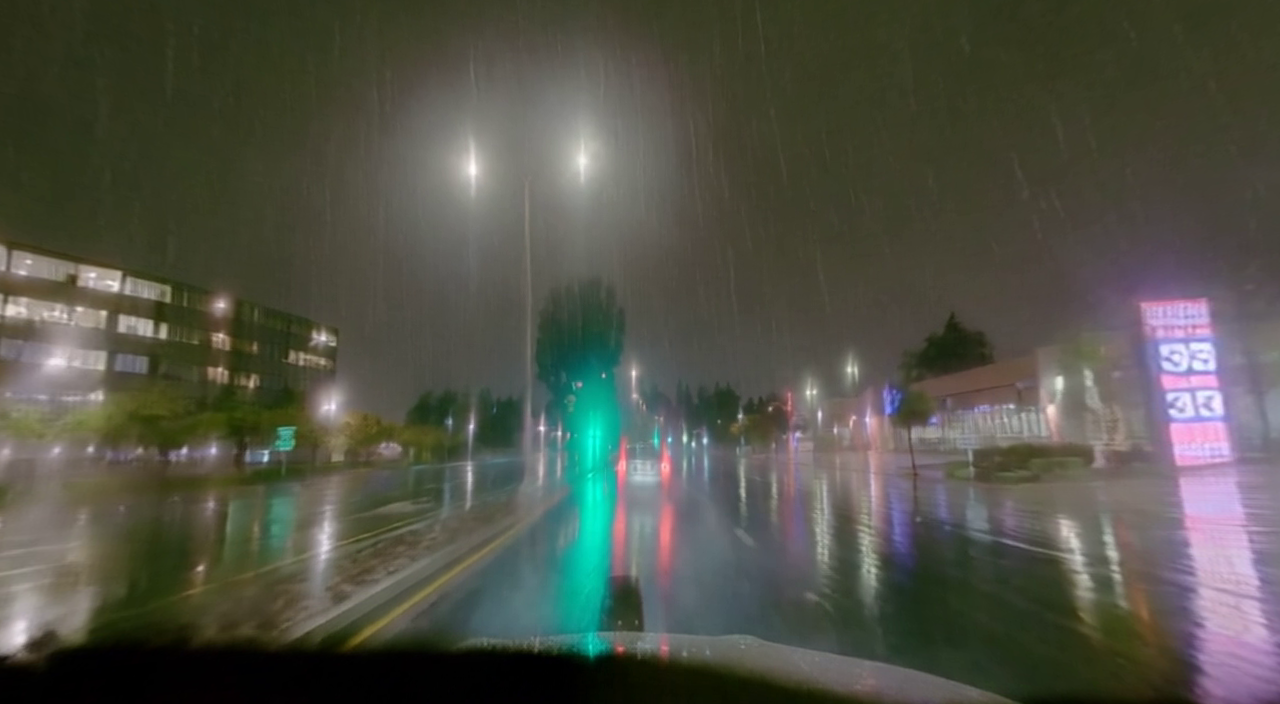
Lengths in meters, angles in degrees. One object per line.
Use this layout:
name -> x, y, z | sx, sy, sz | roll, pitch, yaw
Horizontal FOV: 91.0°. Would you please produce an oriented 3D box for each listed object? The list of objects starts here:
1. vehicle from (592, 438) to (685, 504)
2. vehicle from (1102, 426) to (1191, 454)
vehicle -> -0.075, 3.020, 16.410 | 2.126, 1.475, 3.967 | 0, -9, -1
vehicle -> 32.857, 5.755, 41.025 | 1.868, 1.675, 4.527 | 0, -9, -3
